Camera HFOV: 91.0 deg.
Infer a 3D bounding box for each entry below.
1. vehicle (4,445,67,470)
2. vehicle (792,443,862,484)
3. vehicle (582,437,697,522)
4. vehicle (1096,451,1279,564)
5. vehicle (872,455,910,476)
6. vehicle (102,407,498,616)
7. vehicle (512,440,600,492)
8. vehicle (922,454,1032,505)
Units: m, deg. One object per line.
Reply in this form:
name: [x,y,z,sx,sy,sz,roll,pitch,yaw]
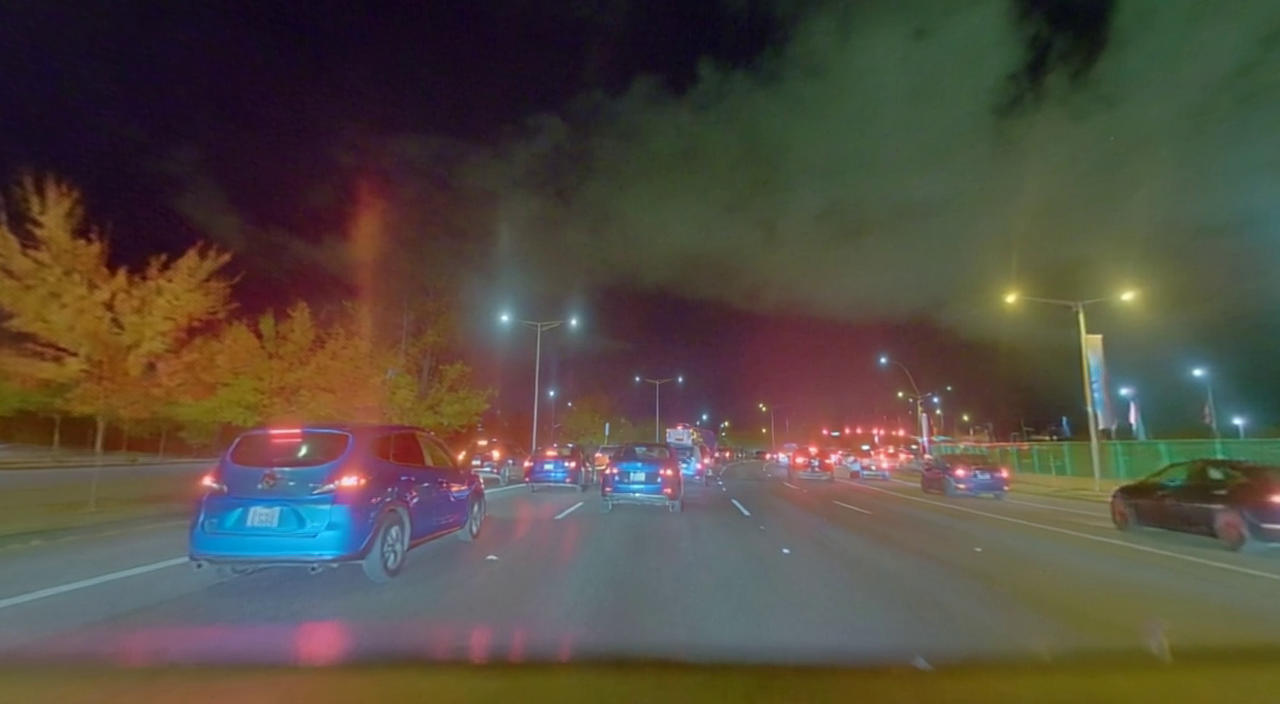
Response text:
vehicle: [-40.155,6.999,41.839,3.667,1.465,1.735,-4,-5,24]
vehicle: [7.700,4.598,26.339,1.944,1.544,4.301,0,-9,5]
vehicle: [0.143,2.651,13.660,2.090,1.506,4.276,0,-9,4]
vehicle: [10.228,2.490,10.592,1.934,1.585,4.397,0,-9,3]
vehicle: [18.872,8.525,47.486,1.828,1.479,4.391,-1,-9,11]
vehicle: [-3.236,1.597,7.252,1.988,1.635,4.260,0,-9,3]
vehicle: [-2.677,3.782,21.276,1.974,1.549,4.603,0,-9,5]
vehicle: [11.198,4.230,21.234,1.749,1.481,3.808,0,-9,3]
